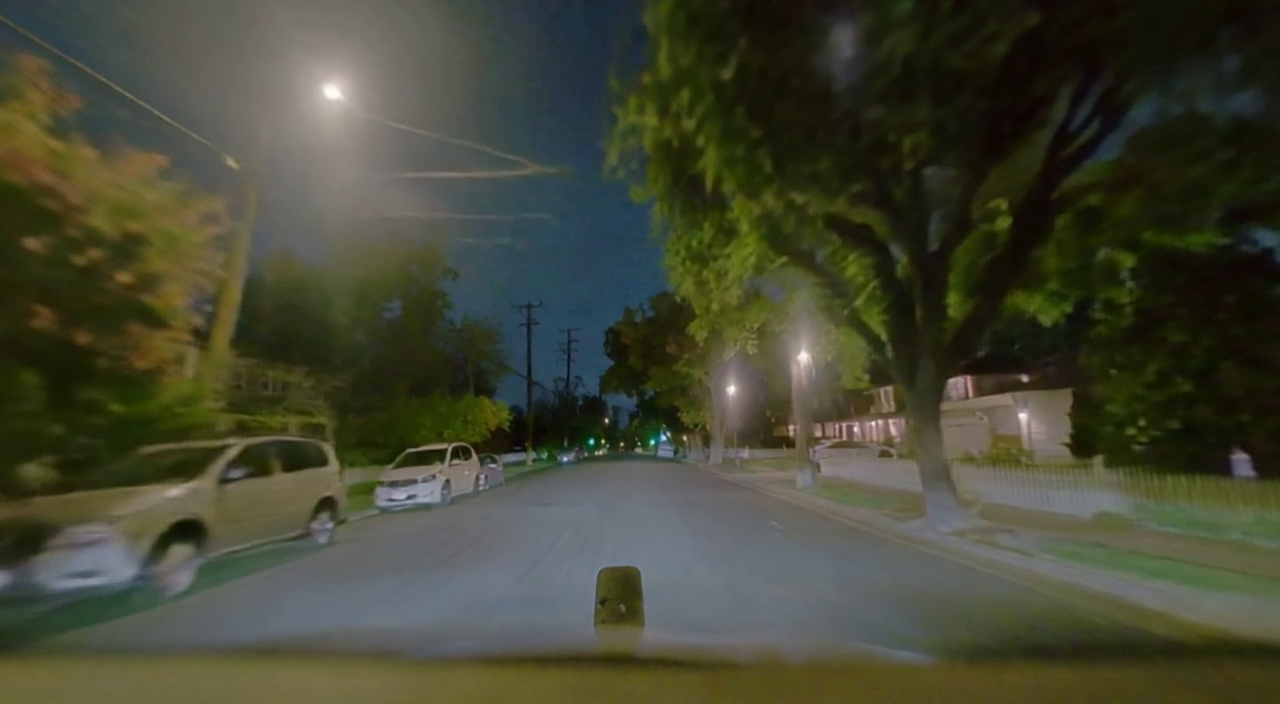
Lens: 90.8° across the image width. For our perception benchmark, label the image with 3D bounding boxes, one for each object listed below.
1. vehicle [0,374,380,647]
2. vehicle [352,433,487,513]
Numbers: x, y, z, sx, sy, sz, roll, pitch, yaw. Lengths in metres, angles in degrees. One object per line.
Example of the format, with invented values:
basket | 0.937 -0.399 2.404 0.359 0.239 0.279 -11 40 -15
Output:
vehicle | -5.585 1.686 7.679 2.411 1.979 5.915 -5 -8 -1
vehicle | -5.956 3.305 17.856 2.015 1.766 5.450 -3 -8 -2
